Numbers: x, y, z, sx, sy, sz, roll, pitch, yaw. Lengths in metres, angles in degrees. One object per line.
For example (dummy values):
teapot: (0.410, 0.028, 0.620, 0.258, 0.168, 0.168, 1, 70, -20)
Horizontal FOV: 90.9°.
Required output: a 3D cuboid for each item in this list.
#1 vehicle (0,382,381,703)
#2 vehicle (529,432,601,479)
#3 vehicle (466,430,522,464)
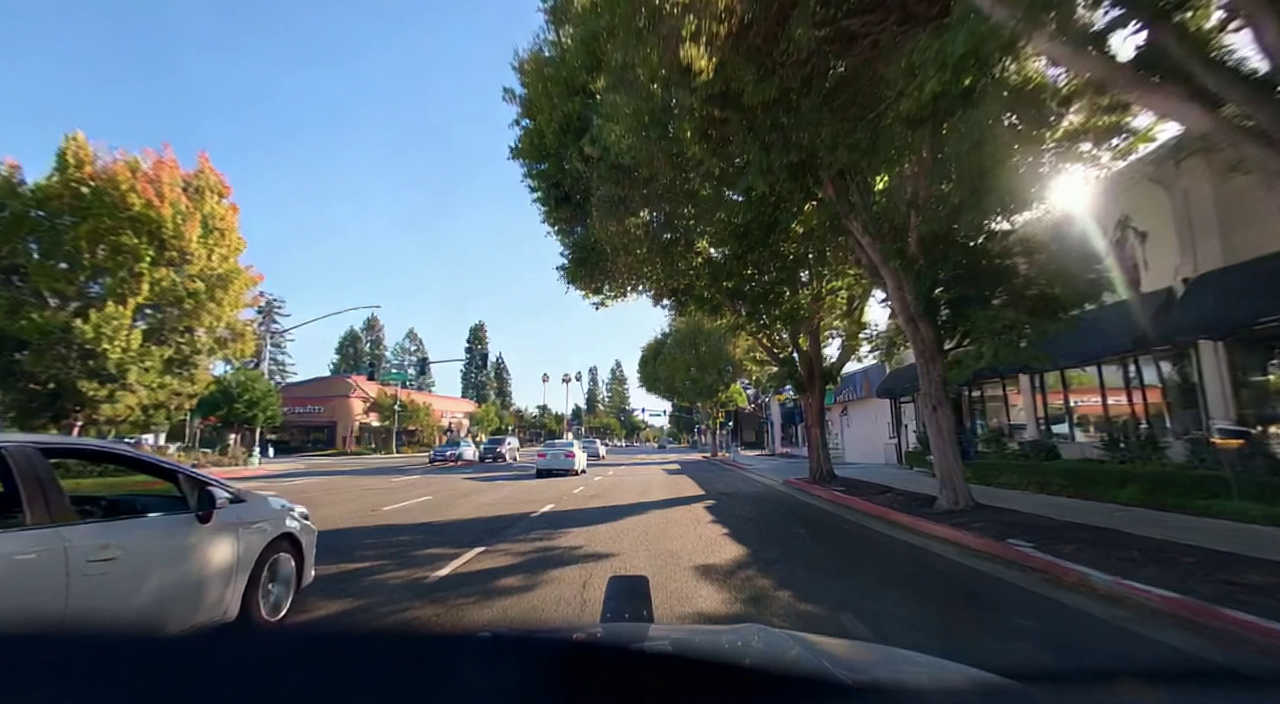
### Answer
vehicle: (-3.206, 0.984, 3.058, 2.018, 1.477, 4.401, 0, -8, 0)
vehicle: (-2.877, 4.108, 25.293, 2.109, 1.692, 4.220, -1, -8, 4)
vehicle: (-8.785, 5.776, 38.370, 2.030, 1.906, 4.661, -1, -8, 3)
